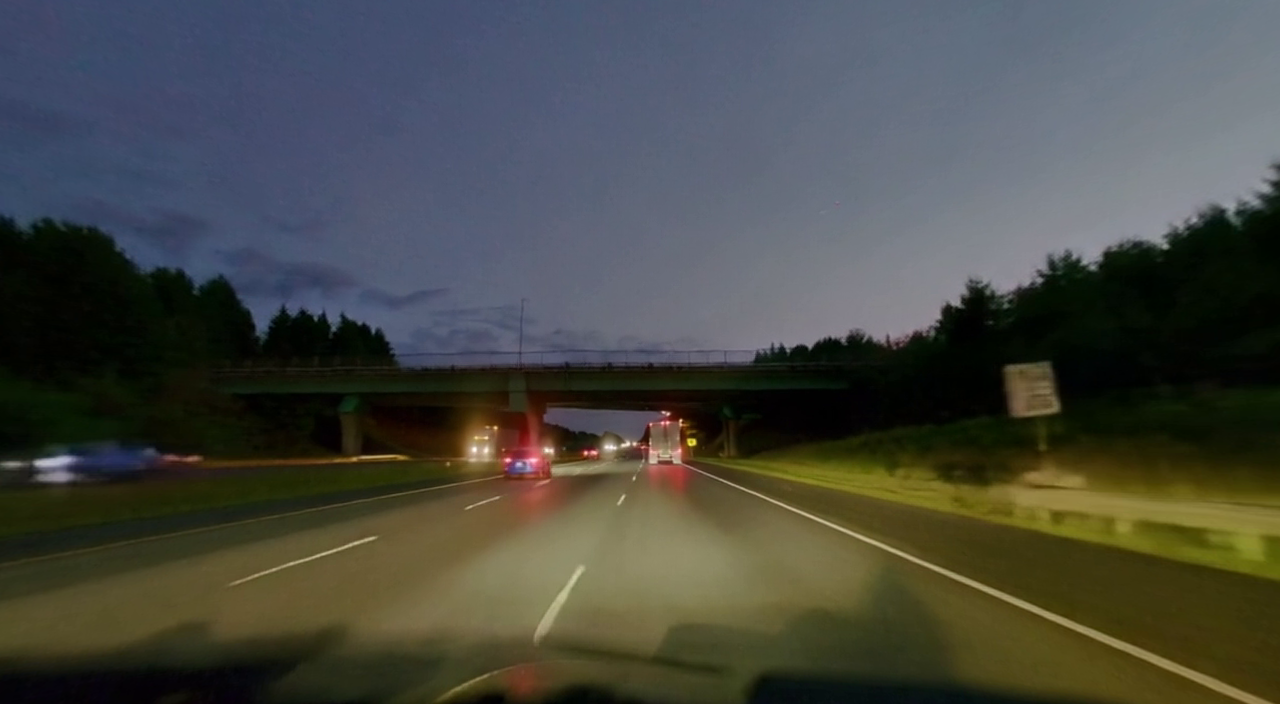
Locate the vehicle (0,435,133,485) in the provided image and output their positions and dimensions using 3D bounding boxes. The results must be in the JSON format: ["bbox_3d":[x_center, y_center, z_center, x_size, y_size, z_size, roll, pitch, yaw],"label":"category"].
[{"bbox_3d":[-19.334,3.494,20.720,1.715,1.453,4.310,0,-9,1],"label":"vehicle"}]

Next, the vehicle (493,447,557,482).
[{"bbox_3d":[-5.378,5.315,30.104,2.038,1.489,4.603,-1,-9,2],"label":"vehicle"}]
